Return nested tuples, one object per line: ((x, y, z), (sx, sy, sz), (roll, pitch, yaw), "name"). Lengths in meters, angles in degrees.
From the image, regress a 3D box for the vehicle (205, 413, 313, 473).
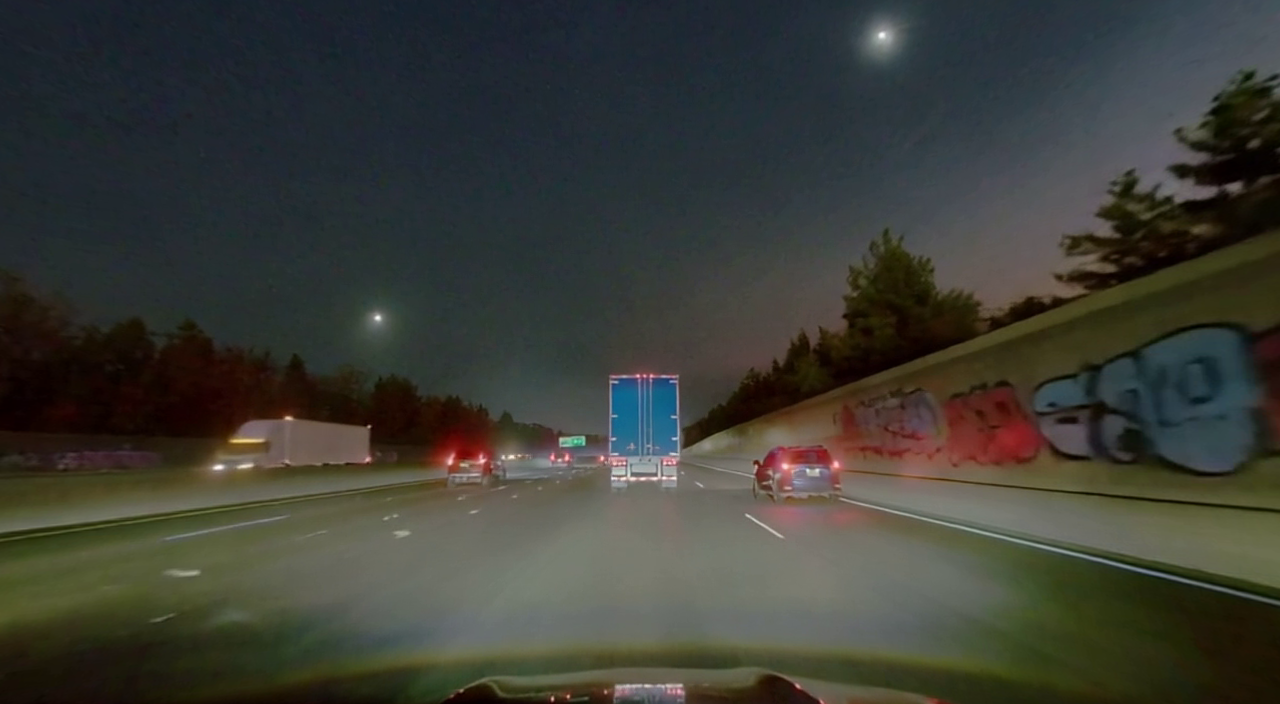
((-24.630, 6.008, 41.181), (2.951, 3.577, 6.186), (-1, -9, 2), "vehicle")

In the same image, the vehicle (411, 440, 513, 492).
((-6.273, 4.068, 22.884), (2.134, 1.662, 4.851), (-1, -9, 2), "vehicle")

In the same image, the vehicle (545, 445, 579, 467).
((-5.913, 7.918, 48.162), (2.005, 1.607, 4.042), (0, -9, 1), "vehicle")

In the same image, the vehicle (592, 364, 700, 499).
((0.057, 2.910, 22.033), (2.915, 3.661, 9.741), (0, -9, -1), "vehicle")

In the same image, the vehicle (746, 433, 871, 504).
((4.447, 3.160, 17.453), (2.205, 1.689, 4.403), (0, -9, 0), "vehicle")
